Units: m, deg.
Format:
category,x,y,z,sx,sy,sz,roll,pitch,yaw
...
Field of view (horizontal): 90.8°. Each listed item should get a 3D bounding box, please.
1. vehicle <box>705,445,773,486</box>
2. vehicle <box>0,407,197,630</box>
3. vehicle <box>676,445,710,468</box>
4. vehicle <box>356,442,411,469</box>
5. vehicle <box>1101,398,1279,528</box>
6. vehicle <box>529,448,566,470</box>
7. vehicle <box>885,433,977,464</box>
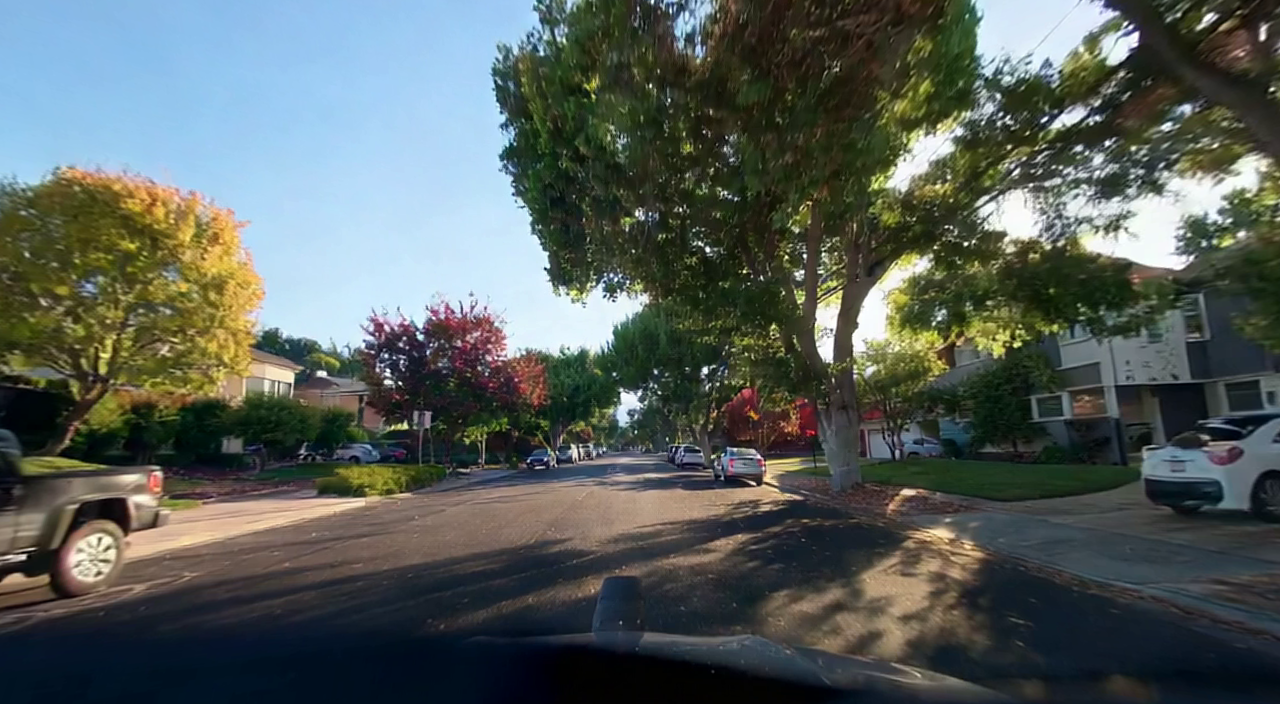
category,x,y,z,sx,sy,sz,roll,pitch,yaw
vehicle,3.746,4.355,24.581,1.782,1.439,4.037,0,-9,-3
vehicle,-6.303,1.378,5.130,2.058,1.805,4.584,-1,-10,0
vehicle,3.569,7.117,43.197,1.763,1.432,4.323,0,-9,-2
vehicle,-17.924,7.258,44.415,1.925,1.750,4.489,0,-9,1
vehicle,10.265,1.660,9.635,4.864,1.747,1.956,0,-9,-1
vehicle,-6.551,7.599,45.133,2.031,1.454,4.410,0,-9,0
vehicle,16.795,5.622,36.637,4.355,1.674,1.914,-1,-10,1
